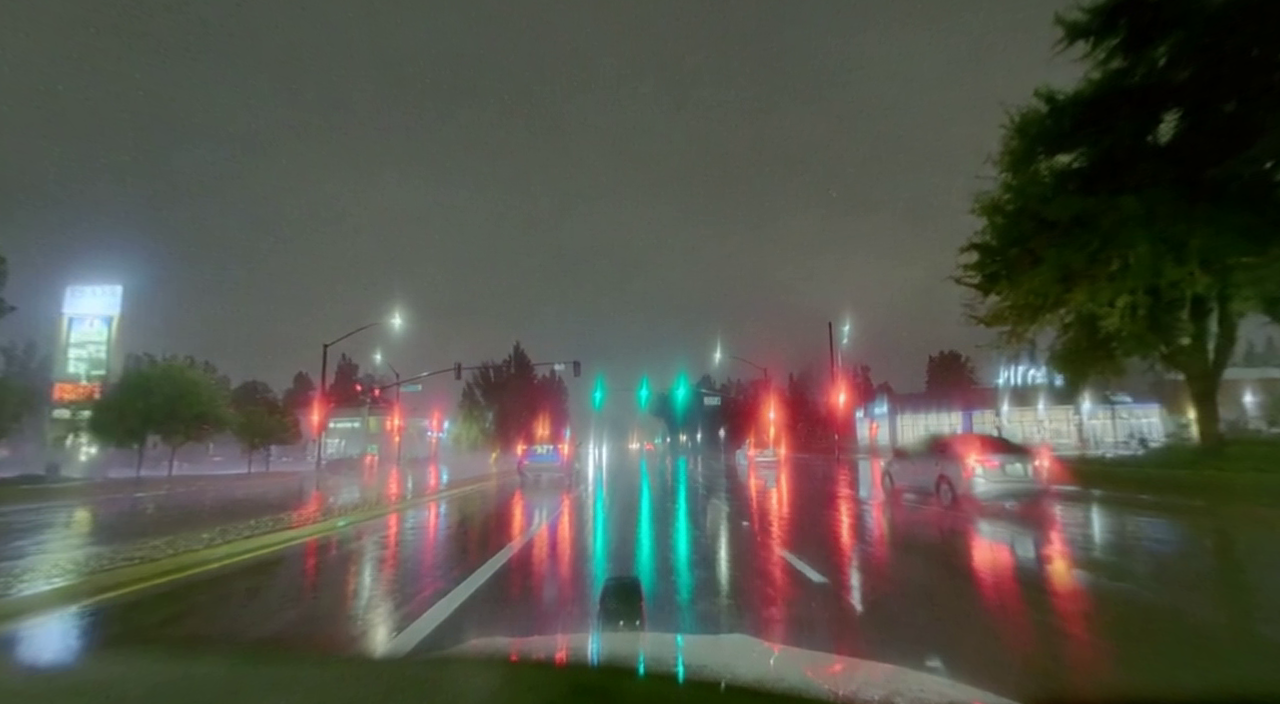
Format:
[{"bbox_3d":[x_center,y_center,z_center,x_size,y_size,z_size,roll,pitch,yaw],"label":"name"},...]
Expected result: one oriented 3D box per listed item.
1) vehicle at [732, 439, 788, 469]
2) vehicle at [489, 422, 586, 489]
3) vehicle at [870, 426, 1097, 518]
[{"bbox_3d":[6.294,5.399,33.696,1.972,1.476,4.775,0,-8,-2],"label":"vehicle"},{"bbox_3d":[-3.144,3.328,20.588,2.313,1.883,5.016,0,-8,0],"label":"vehicle"},{"bbox_3d":[6.774,2.417,13.276,2.014,1.539,4.852,0,-8,0],"label":"vehicle"}]
